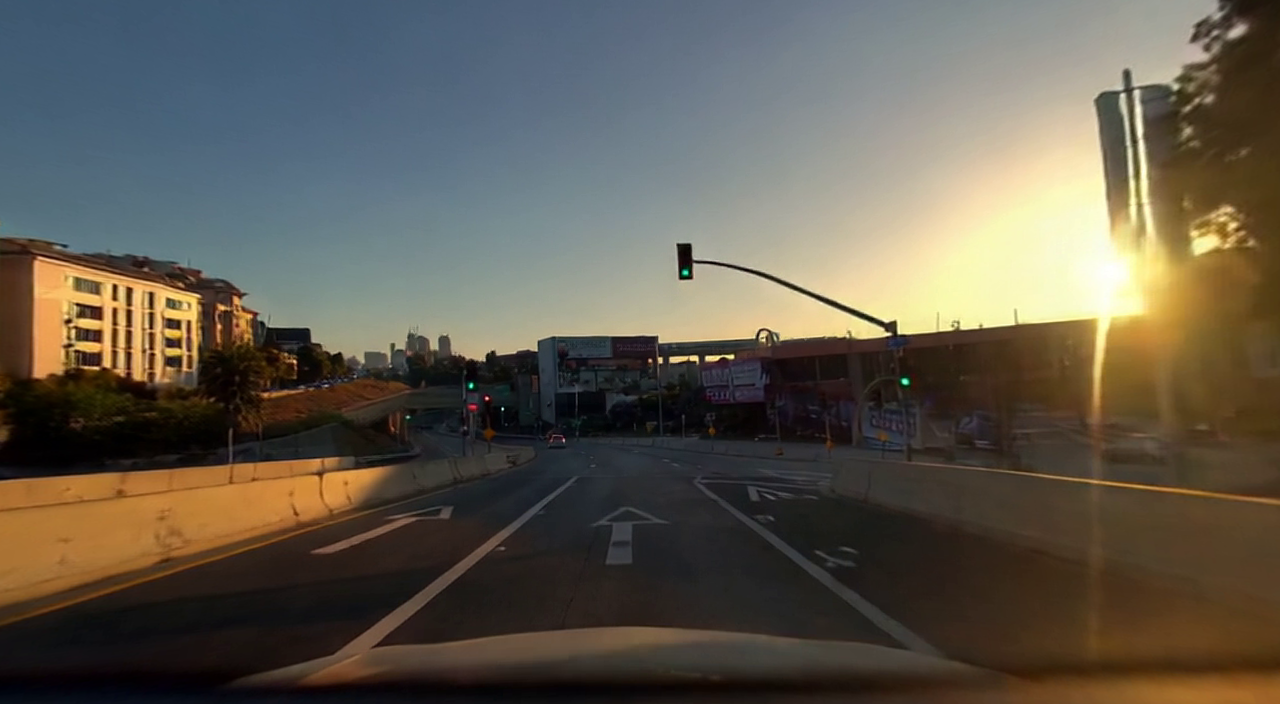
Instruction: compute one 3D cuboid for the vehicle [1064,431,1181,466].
[{"bbox_3d":[22.285,4.483,29.156,1.717,1.486,3.824,4,-10,-32],"label":"vehicle"}]
